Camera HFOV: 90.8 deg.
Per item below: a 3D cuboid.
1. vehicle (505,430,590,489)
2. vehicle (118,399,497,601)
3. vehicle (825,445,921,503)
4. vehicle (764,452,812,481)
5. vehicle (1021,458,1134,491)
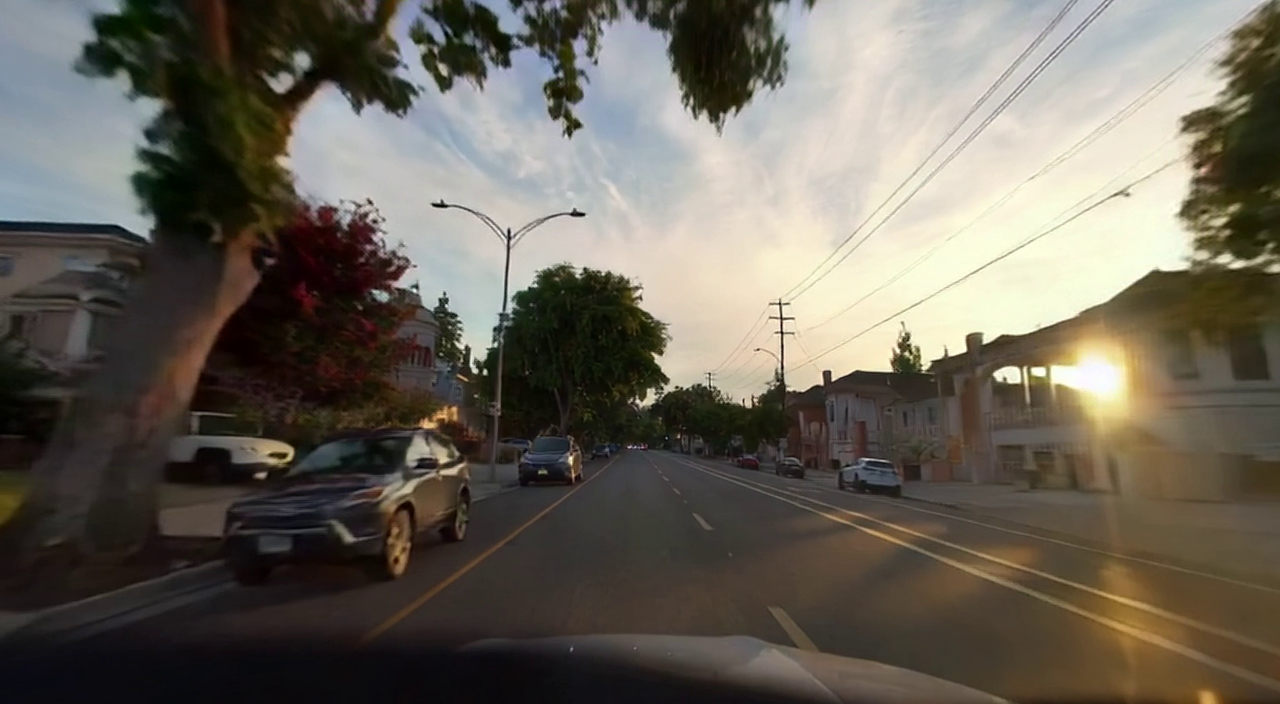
[{"bbox_3d":[-3.288,4.002,23.786,2.290,1.924,5.536,0,-9,1],"label":"vehicle"},{"bbox_3d":[-3.460,1.674,8.047,2.127,1.737,4.961,0,-9,0],"label":"vehicle"},{"bbox_3d":[9.621,5.034,26.555,2.156,1.882,4.790,8,-9,1],"label":"vehicle"},{"bbox_3d":[9.701,7.514,41.712,1.977,1.495,4.800,8,-9,2],"label":"vehicle"},{"bbox_3d":[22.257,6.223,32.247,4.172,1.630,2.112,0,-9,-2],"label":"vehicle"}]
